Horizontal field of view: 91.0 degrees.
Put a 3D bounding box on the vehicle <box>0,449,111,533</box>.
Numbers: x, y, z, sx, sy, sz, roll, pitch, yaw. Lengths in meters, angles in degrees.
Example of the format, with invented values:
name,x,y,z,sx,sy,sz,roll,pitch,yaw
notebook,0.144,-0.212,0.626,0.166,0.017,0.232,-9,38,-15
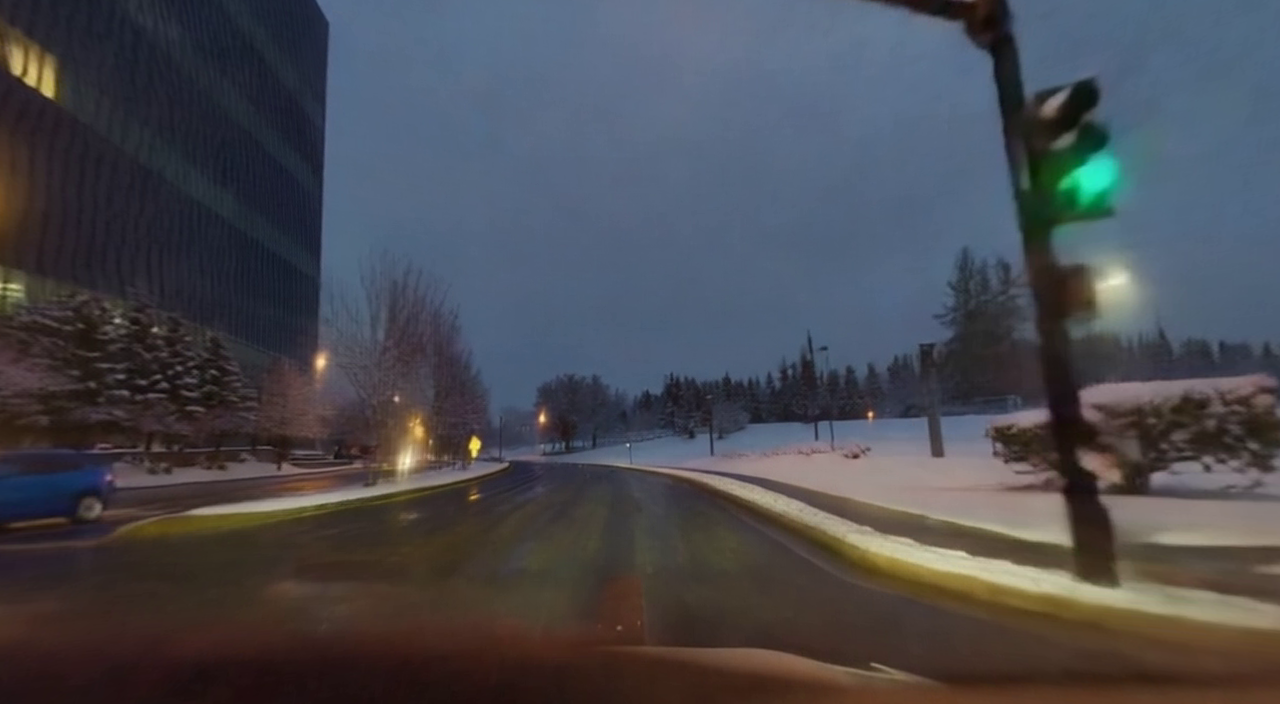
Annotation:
name,x,y,z,sx,sy,sz,roll,pitch,yaw
vehicle,-12.683,2.601,11.833,1.906,1.502,4.396,1,-8,-5
